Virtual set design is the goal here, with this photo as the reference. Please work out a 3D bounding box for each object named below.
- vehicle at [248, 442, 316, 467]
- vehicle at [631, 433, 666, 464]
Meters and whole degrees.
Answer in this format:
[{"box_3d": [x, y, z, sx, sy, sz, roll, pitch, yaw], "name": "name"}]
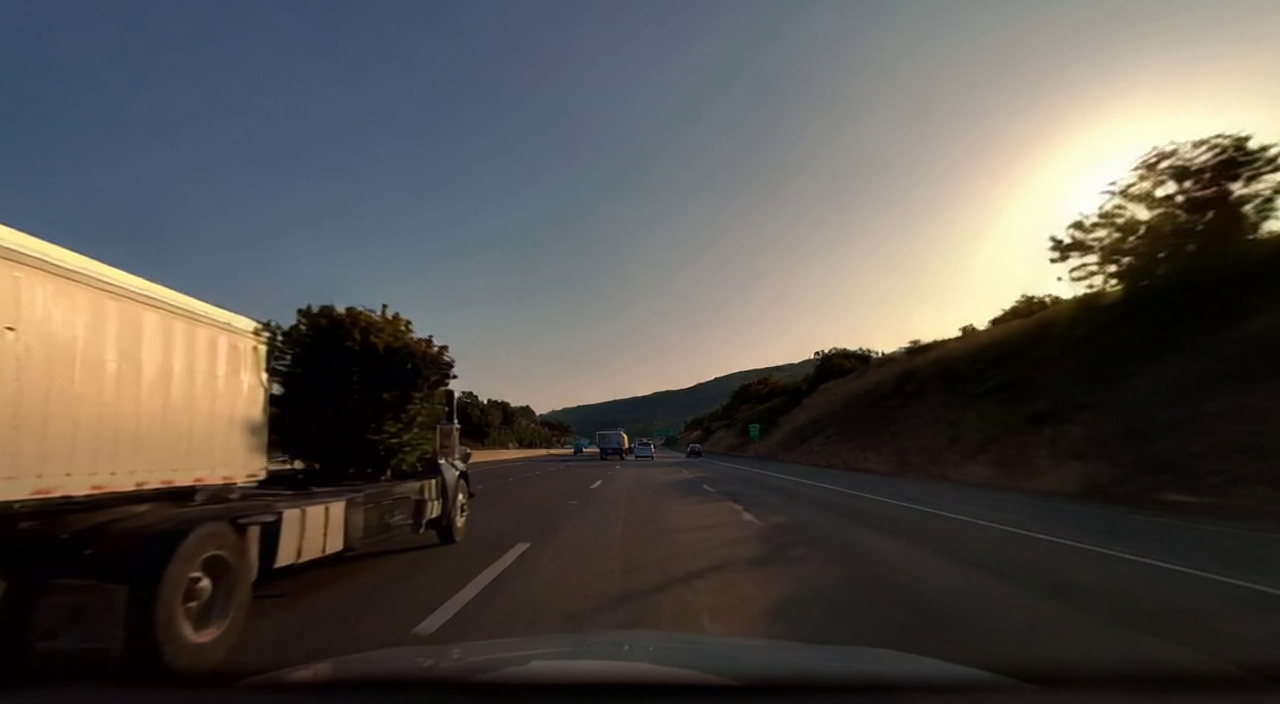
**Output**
[{"box_3d": [-24.317, 6.970, 43.075, 1.921, 1.555, 4.539, 0, -8, 1], "name": "vehicle"}, {"box_3d": [0.559, 6.704, 43.931, 2.309, 2.023, 5.130, 0, -8, 0], "name": "vehicle"}]
